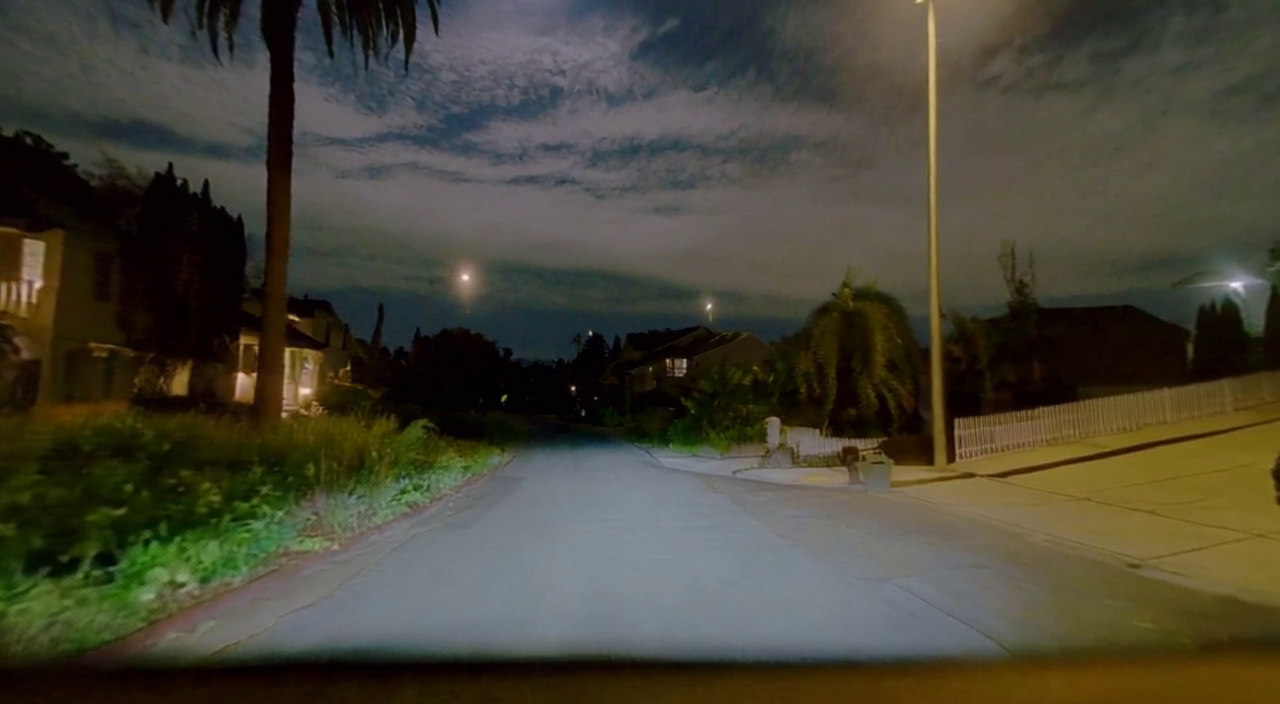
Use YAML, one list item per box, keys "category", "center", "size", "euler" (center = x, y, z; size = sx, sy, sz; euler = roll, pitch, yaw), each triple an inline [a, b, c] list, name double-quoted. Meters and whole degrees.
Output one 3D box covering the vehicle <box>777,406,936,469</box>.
- category: "vehicle"
  center: [8.129, 3.250, 23.543]
  size: [5.663, 1.913, 2.170]
  euler: [7, -10, -24]
